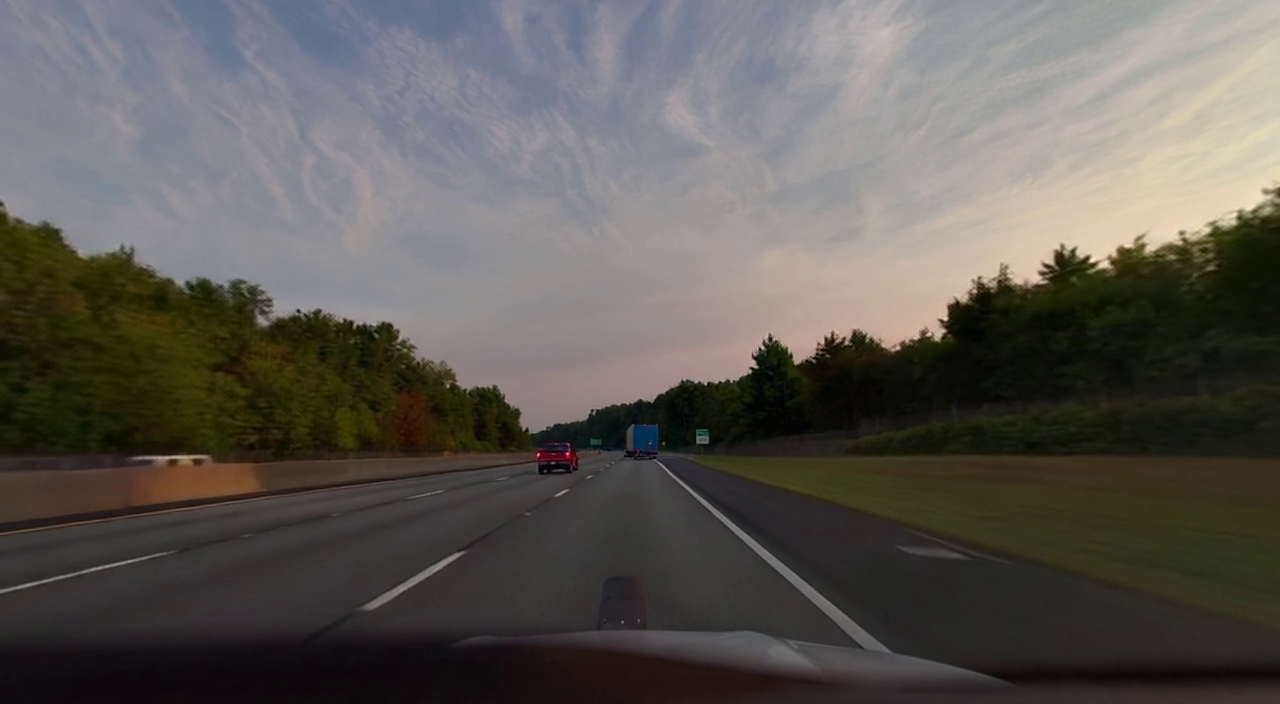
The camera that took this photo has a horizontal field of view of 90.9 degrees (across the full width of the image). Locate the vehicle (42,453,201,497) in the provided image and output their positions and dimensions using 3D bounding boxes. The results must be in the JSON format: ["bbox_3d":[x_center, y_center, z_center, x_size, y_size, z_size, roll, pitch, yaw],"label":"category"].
[{"bbox_3d":[-20.764,4.921,25.652,1.868,1.549,5.416,0,-9,0],"label":"vehicle"}]

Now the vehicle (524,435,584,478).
[{"bbox_3d":[-4.063,5.081,30.715,2.124,1.888,5.226,0,-9,0],"label":"vehicle"}]
